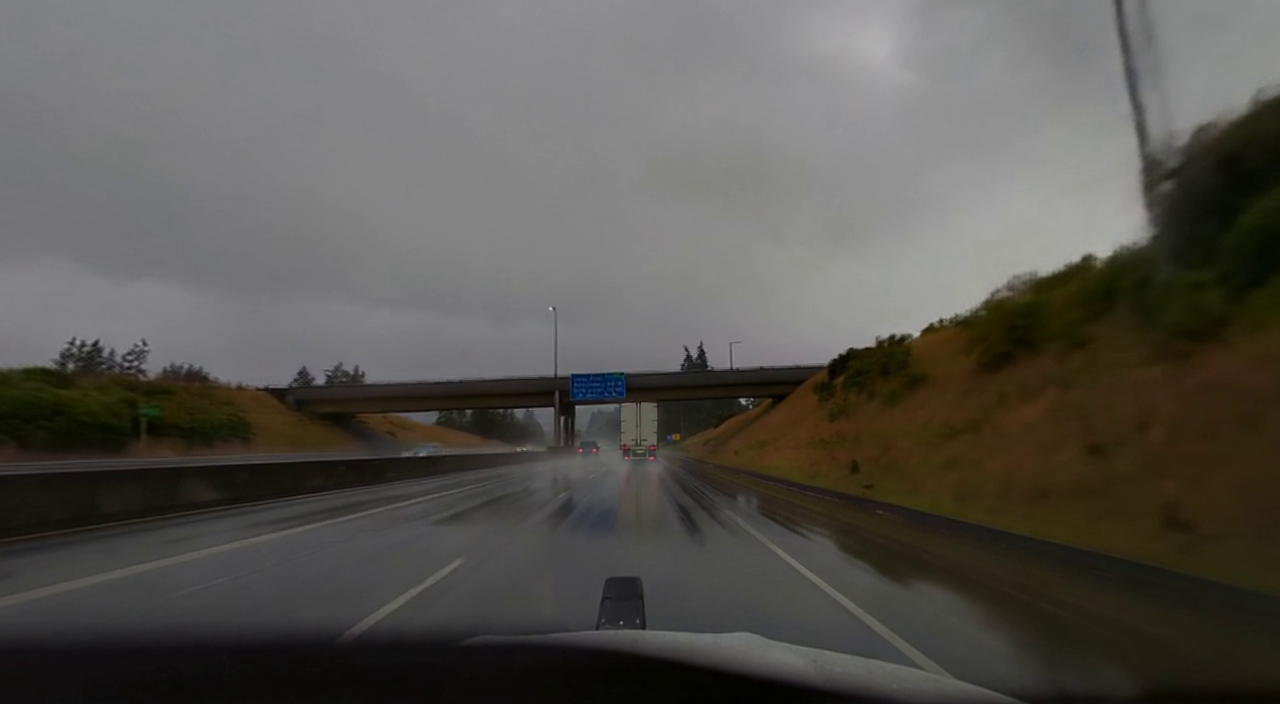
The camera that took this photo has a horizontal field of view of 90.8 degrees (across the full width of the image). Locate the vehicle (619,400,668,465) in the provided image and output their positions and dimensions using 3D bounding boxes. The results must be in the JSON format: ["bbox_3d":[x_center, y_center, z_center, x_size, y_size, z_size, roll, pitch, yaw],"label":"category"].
[{"bbox_3d":[0.145,5.968,45.392,3.033,3.985,12.383,0,-9,0],"label":"vehicle"}]
